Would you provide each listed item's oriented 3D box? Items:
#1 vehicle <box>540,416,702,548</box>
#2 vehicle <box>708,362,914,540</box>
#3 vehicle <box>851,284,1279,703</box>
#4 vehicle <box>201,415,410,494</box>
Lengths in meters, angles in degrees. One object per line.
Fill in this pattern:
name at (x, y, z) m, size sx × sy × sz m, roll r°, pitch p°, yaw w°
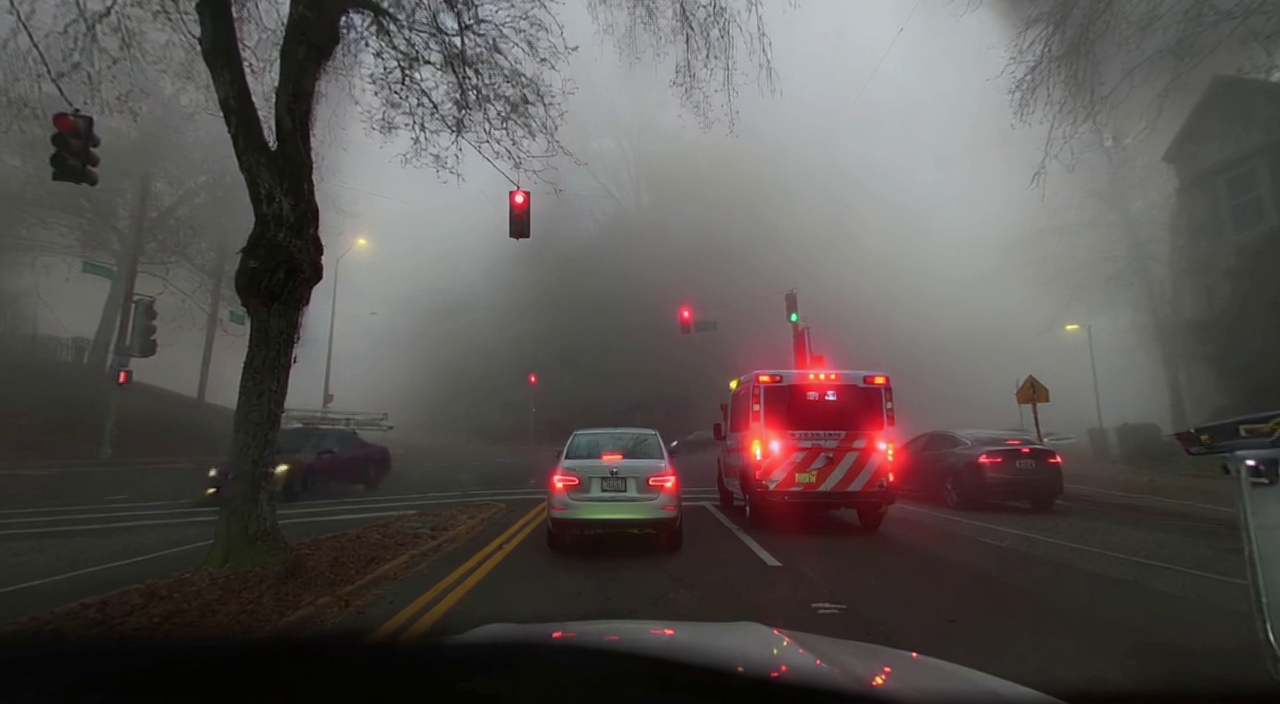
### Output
vehicle at (-0.282, 1.971, 10.183) m, size 2.114 × 1.707 × 3.725 m, roll 0°, pitch -8°, yaw -1°
vehicle at (2.883, 1.884, 12.376) m, size 2.406 × 2.687 × 5.521 m, roll 0°, pitch -8°, yaw 0°
vehicle at (2.848, 0.892, 2.837) m, size 2.194 × 1.820 × 4.652 m, roll 0°, pitch -8°, yaw 0°
vehicle at (-9.745, 3.067, 19.247) m, size 2.349 × 1.988 × 5.813 m, roll -2°, pitch -8°, yaw 11°
